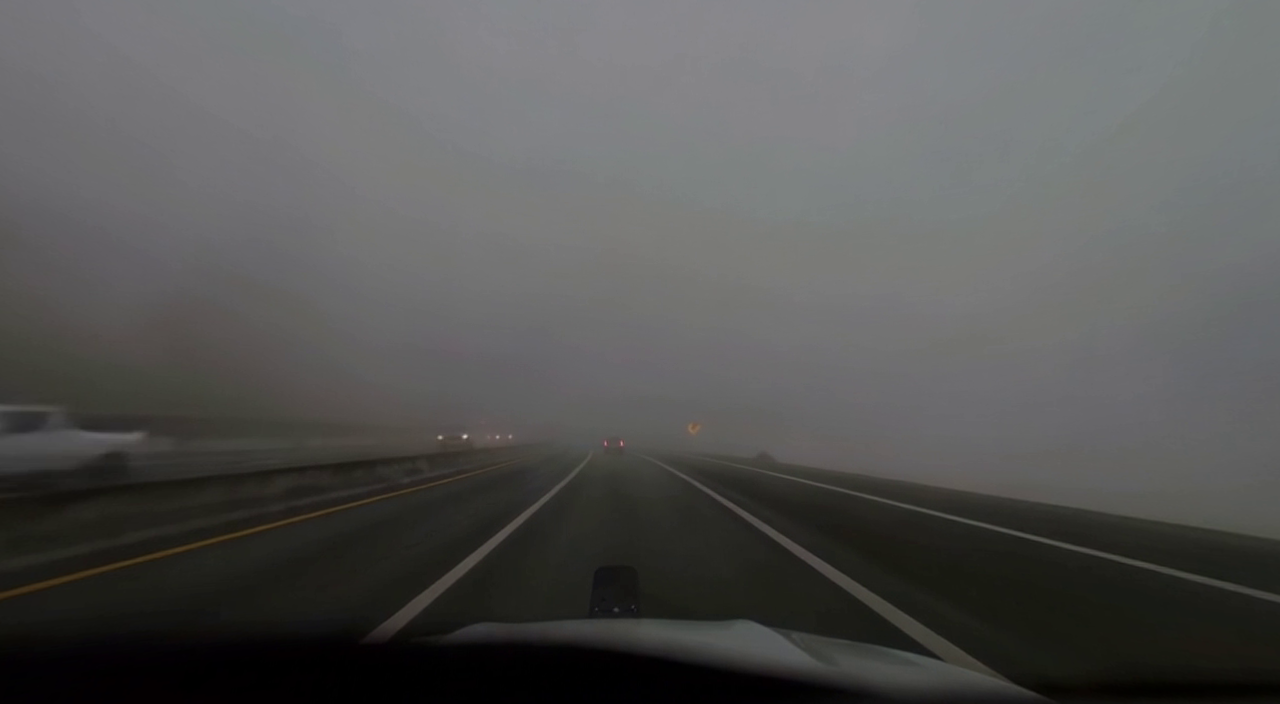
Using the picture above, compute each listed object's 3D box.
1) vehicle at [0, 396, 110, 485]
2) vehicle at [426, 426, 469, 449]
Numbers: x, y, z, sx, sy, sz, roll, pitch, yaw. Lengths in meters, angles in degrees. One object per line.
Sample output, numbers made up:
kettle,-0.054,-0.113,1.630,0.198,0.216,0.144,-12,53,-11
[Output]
vehicle,-12.620,1.607,11.476,2.117,1.595,4.463,0,-7,-2
vehicle,-13.931,6.239,45.920,1.939,1.547,4.294,0,-8,-2
